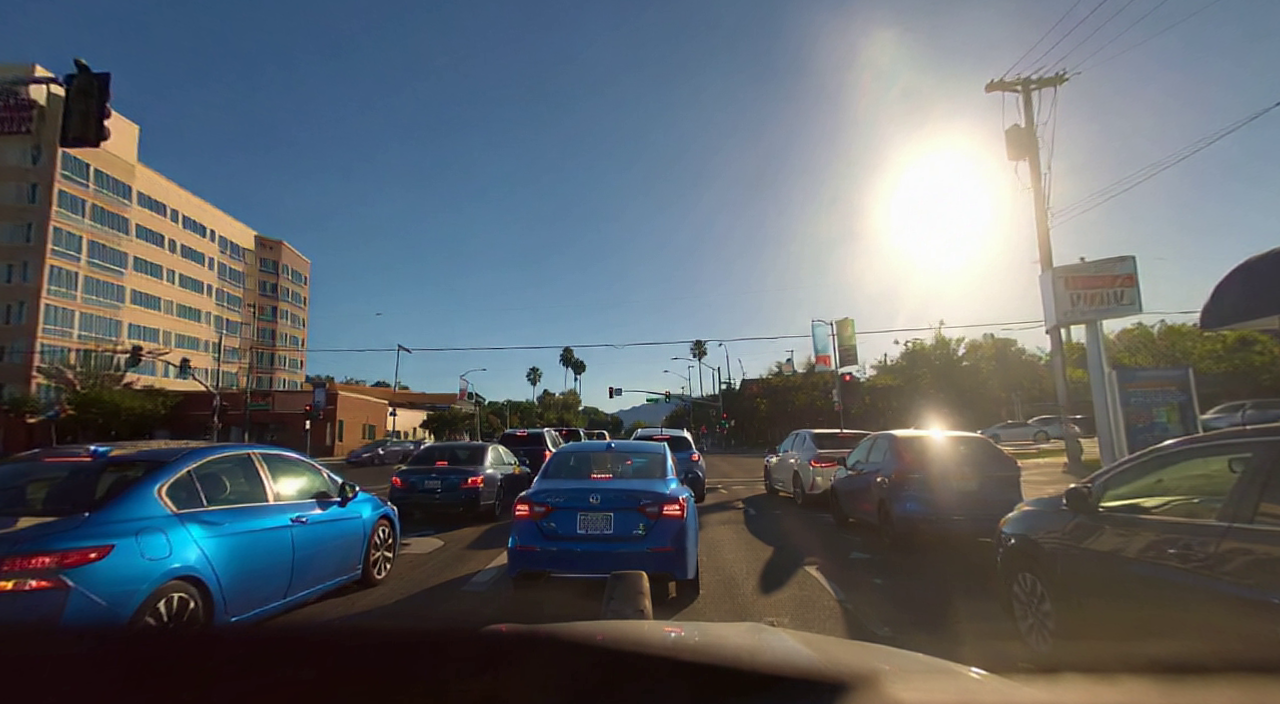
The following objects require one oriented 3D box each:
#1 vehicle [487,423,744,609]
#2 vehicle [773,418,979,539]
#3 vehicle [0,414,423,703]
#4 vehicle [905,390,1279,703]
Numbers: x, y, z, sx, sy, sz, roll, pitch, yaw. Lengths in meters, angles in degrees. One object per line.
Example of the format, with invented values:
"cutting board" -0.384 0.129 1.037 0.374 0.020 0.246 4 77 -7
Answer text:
"vehicle" -0.187 1.621 7.129 2.059 1.477 3.988 0 -8 0
"vehicle" 3.776 2.098 11.026 2.007 1.683 4.171 0 -8 1
"vehicle" -3.401 1.300 4.732 1.980 1.454 4.226 0 -8 1
"vehicle" 3.418 1.071 3.551 1.981 1.499 4.536 -1 -8 2
